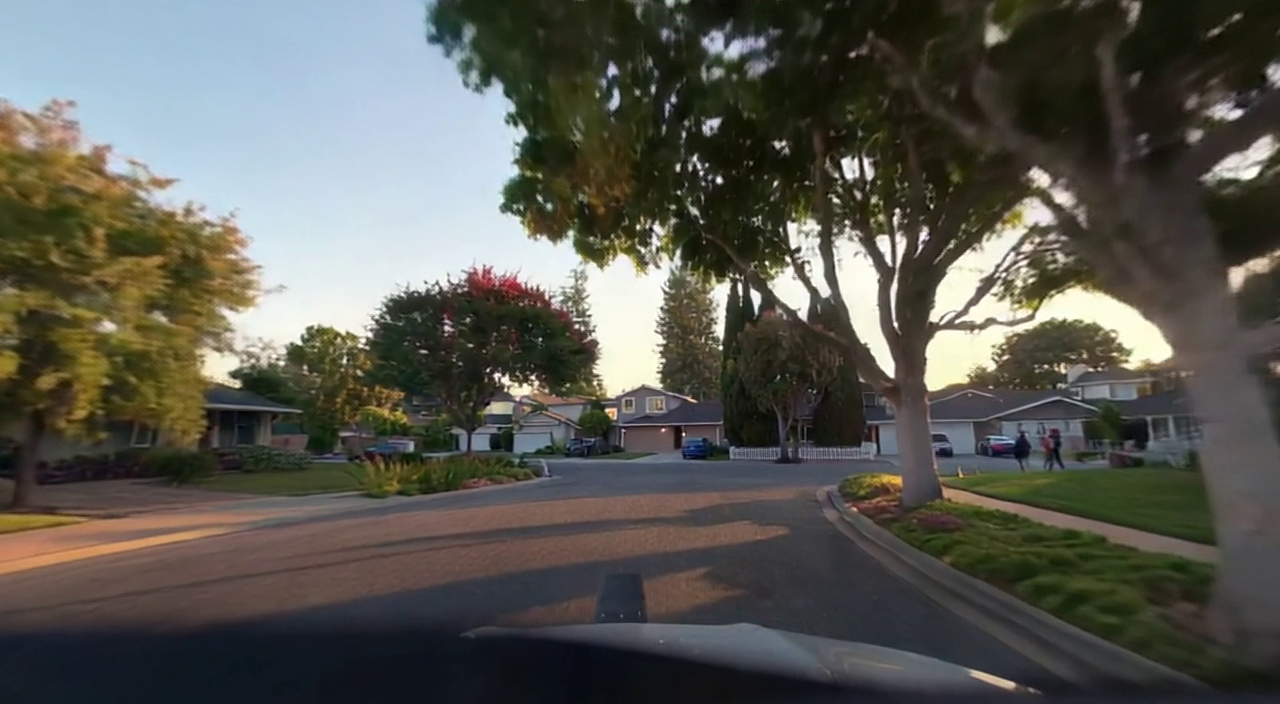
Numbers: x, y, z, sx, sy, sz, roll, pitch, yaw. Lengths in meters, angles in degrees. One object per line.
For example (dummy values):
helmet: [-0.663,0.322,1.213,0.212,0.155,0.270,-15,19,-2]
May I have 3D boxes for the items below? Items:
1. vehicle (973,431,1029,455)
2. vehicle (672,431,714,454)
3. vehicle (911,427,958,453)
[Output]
vehicle: [24.127,6.095,42.354,1.873,1.556,4.216,-1,-8,10]
vehicle: [4.079,6.815,47.668,1.942,1.651,4.655,-3,-9,21]
vehicle: [20.520,6.175,44.198,1.937,1.731,4.179,-2,-8,11]
